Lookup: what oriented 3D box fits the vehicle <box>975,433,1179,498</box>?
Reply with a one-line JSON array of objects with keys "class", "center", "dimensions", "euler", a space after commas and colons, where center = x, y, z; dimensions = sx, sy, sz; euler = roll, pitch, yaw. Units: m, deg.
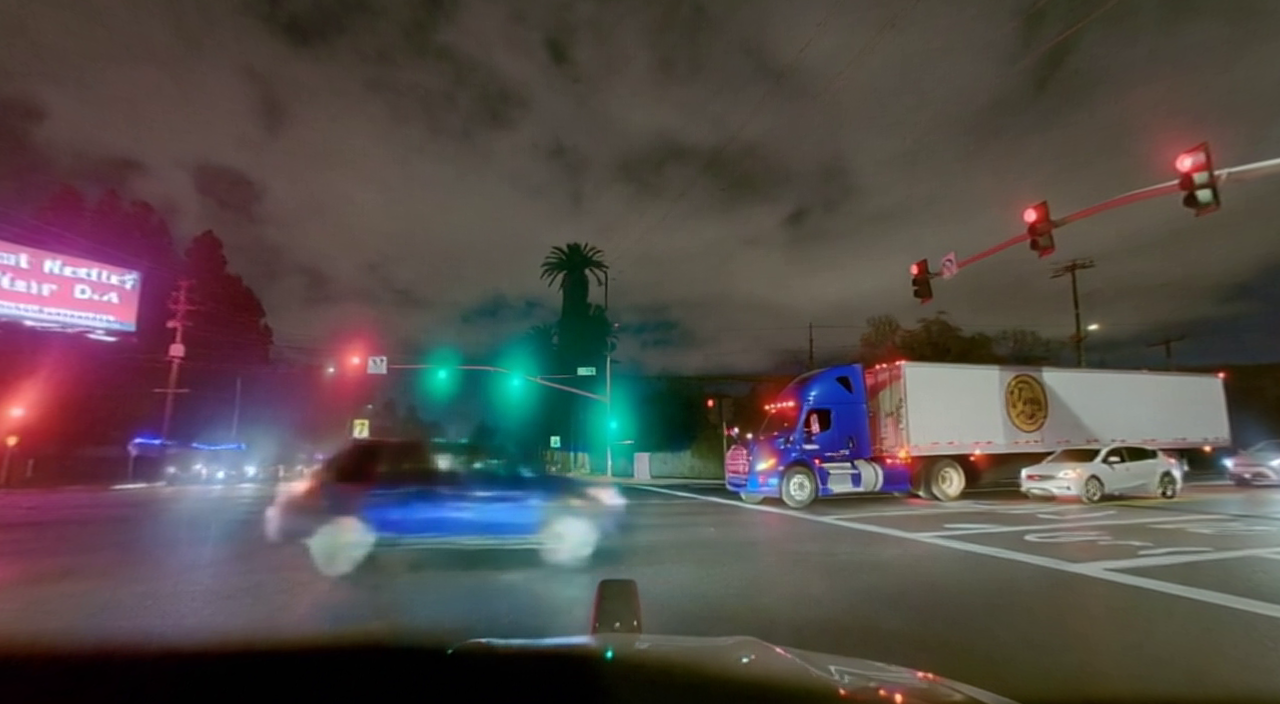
[{"class": "vehicle", "center": [12.878, 3.336, 18.756], "dimensions": [4.958, 1.510, 1.949], "euler": [-1, -10, -13]}]

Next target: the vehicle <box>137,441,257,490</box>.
[{"class": "vehicle", "center": [-25.193, 6.434, 36.418], "dimensions": [2.989, 2.573, 6.053], "euler": [1, -9, -7]}]

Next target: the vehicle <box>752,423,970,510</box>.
[{"class": "vehicle", "center": [5.952, 3.104, 17.345], "dimensions": [5.079, 1.893, 2.200], "euler": [-1, -10, -14]}]

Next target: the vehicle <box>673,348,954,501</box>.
[{"class": "vehicle", "center": [5.431, 2.375, 20.501], "dimensions": [8.167, 4.352, 3.029], "euler": [2, -9, -14]}]

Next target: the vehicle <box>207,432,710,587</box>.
[{"class": "vehicle", "center": [-1.918, 1.762, 7.773], "dimensions": [5.114, 1.492, 2.040], "euler": [2, -9, -13]}]

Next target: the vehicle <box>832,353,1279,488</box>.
[{"class": "vehicle", "center": [15.533, 2.572, 23.010], "dimensions": [17.071, 4.151, 2.876], "euler": [2, -9, -14]}]
